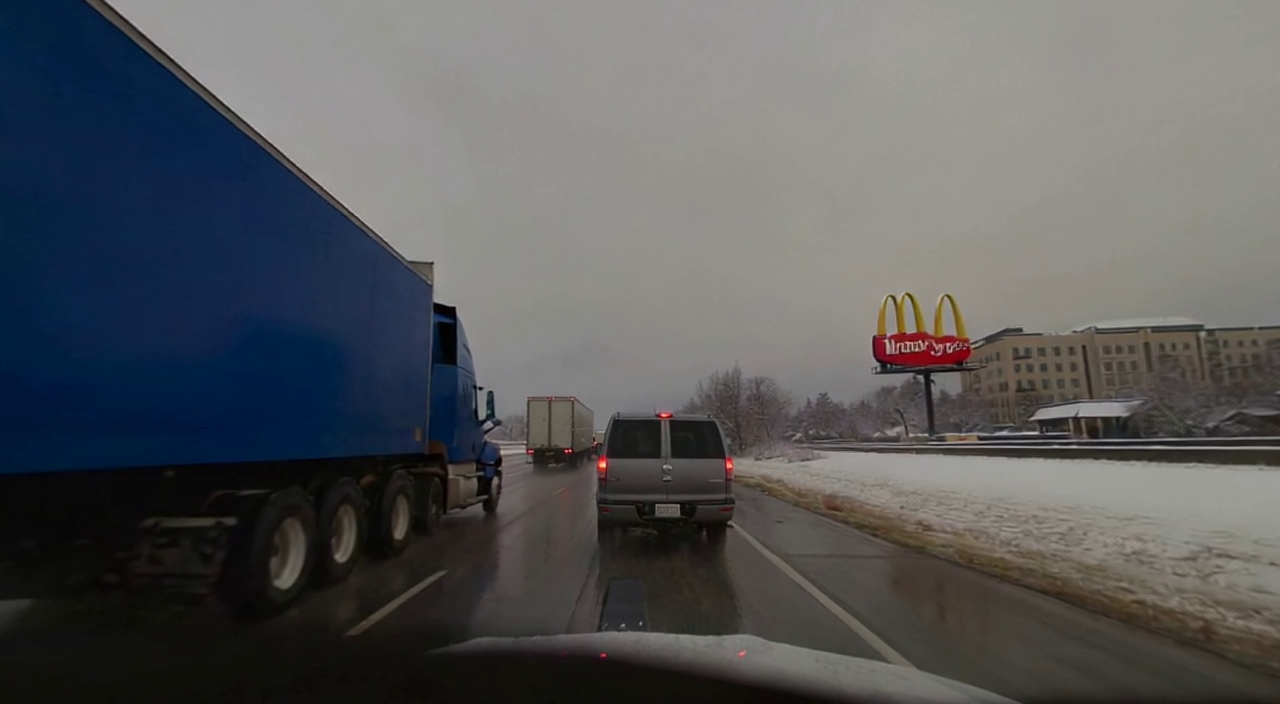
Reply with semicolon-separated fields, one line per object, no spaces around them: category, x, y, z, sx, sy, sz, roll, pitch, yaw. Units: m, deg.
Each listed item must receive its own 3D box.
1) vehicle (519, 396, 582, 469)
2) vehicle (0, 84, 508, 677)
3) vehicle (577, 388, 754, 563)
vehicle;-4.854;4.699;36.071;2.617;3.604;9.499;0;-9;-3
vehicle;-3.971;0.689;7.931;2.814;3.513;8.529;0;-9;-1
vehicle;0.191;1.661;9.052;1.947;1.910;4.040;0;-9;-3
